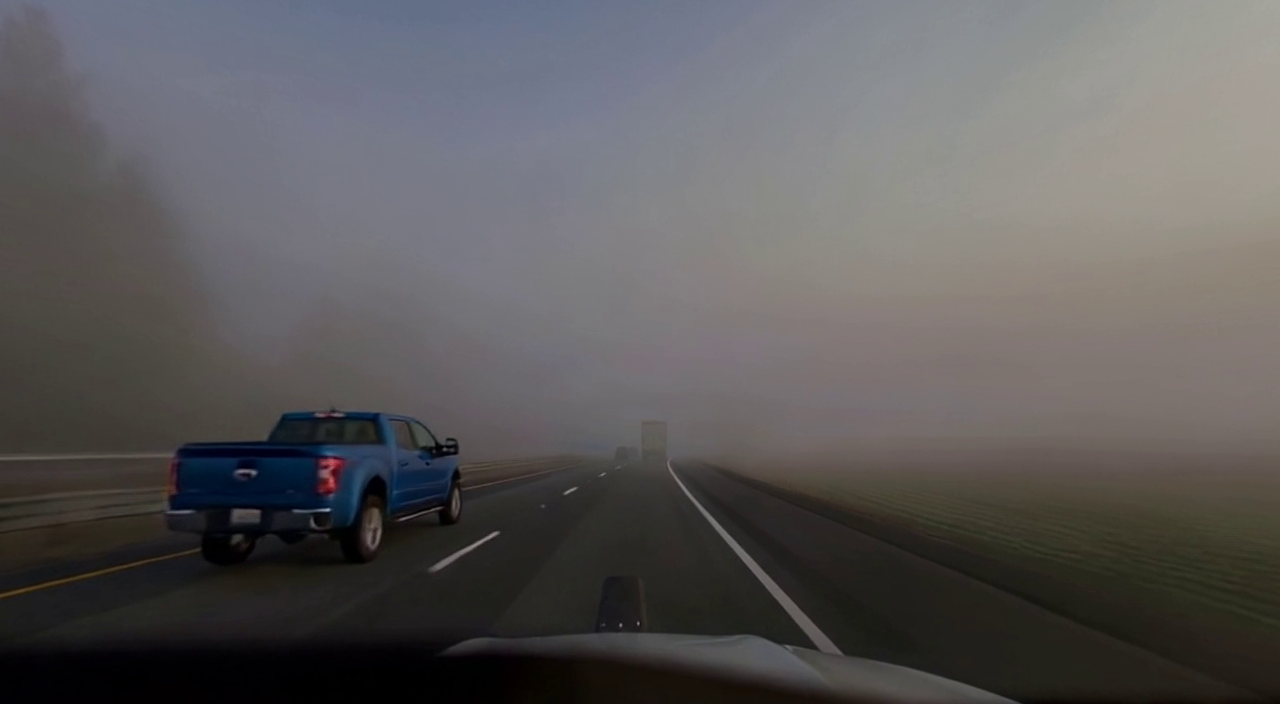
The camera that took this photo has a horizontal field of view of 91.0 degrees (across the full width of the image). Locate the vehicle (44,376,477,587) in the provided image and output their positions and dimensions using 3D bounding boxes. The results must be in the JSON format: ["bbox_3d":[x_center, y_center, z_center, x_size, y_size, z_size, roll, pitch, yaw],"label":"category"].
[{"bbox_3d":[-3.936,1.486,7.995,2.295,1.815,4.983,0,-9,1],"label":"vehicle"}]
